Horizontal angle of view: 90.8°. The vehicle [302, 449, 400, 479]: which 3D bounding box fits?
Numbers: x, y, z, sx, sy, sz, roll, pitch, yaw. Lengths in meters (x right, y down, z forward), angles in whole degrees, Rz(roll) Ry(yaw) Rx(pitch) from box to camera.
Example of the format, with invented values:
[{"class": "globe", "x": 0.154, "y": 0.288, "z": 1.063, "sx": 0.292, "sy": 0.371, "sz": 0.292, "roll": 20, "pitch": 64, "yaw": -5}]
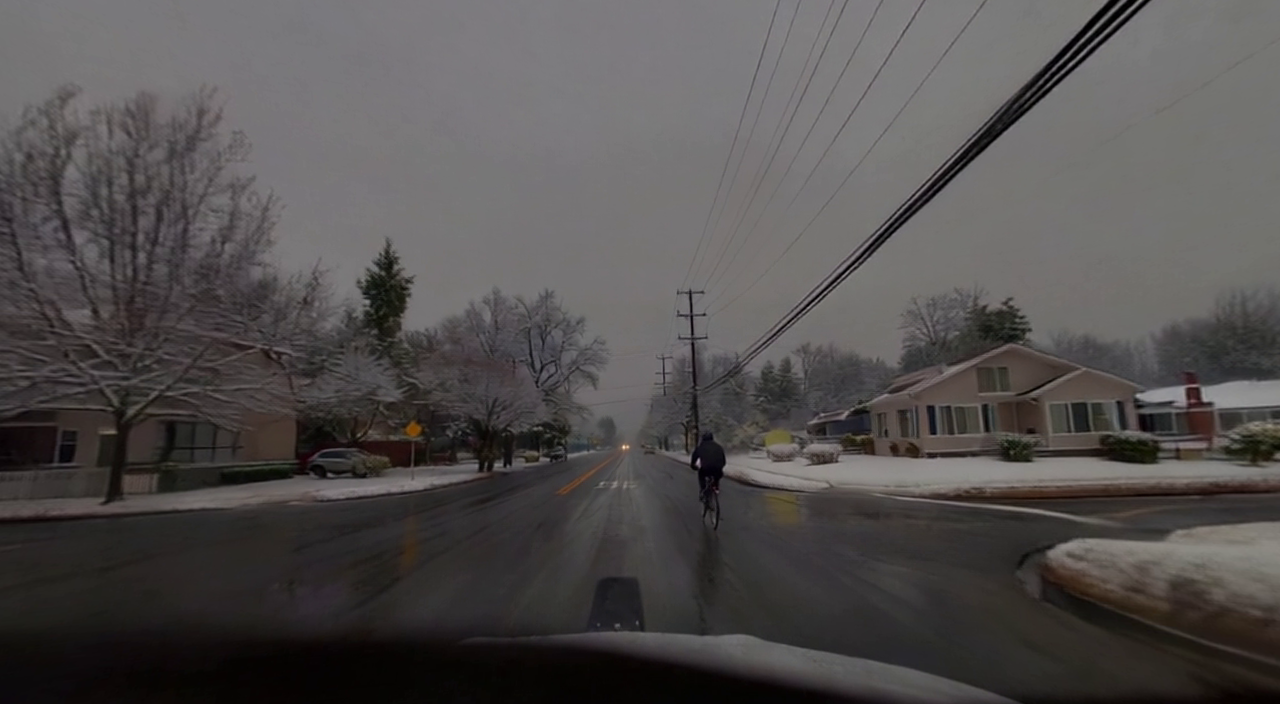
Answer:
[{"class": "vehicle", "x": -14.669, "y": 5.695, "z": 32.239, "sx": 4.143, "sy": 1.480, "sz": 1.755, "roll": 0, "pitch": -9, "yaw": -2}]
